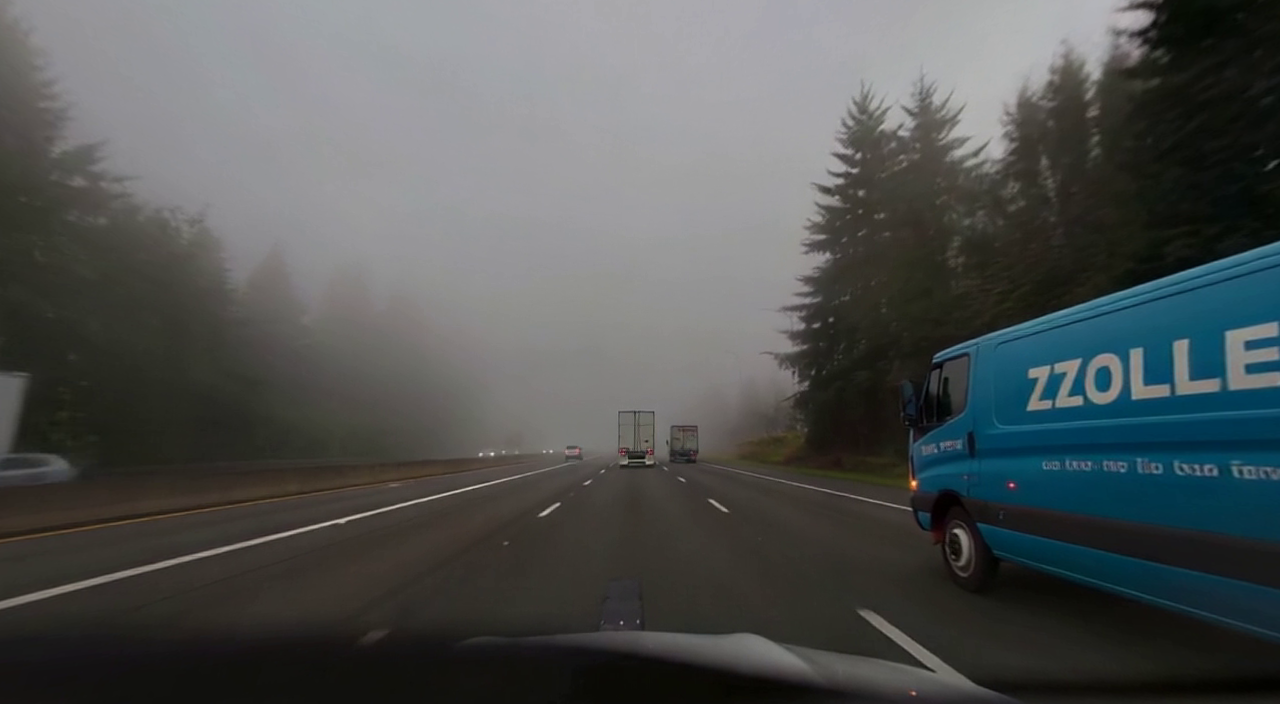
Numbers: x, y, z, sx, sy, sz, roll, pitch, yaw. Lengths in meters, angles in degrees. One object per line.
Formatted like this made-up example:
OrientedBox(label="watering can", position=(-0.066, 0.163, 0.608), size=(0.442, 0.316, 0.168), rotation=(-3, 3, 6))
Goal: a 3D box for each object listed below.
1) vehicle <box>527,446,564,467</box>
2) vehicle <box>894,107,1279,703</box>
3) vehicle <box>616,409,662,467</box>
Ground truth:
OrientedBox(label="vehicle", position=(-7.055, 7.875, 47.619), size=(2.069, 1.495, 4.698), rotation=(0, -9, 0))
OrientedBox(label="vehicle", position=(3.780, 0.443, 3.178), size=(2.338, 2.690, 6.025), rotation=(0, -9, -1))
OrientedBox(label="vehicle", position=(-0.115, 6.873, 49.899), size=(3.201, 4.019, 10.918), rotation=(0, -9, 0))
